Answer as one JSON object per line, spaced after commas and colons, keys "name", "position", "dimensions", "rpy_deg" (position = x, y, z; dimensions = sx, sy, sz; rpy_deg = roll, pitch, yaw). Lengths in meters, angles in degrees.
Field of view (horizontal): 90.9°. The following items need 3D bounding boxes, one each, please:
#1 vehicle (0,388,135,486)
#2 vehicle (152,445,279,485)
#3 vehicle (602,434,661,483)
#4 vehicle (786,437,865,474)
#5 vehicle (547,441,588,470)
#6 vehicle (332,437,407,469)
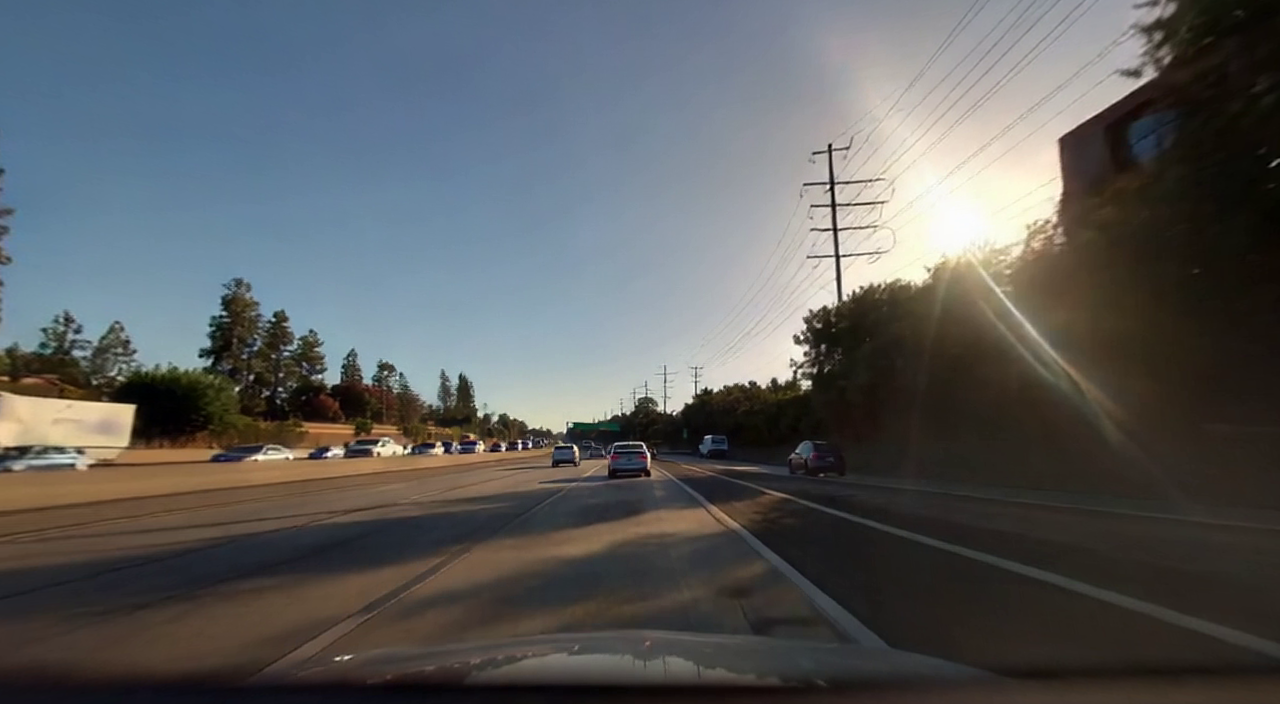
{"name": "vehicle", "position": [-23.849, 3.324, 24.243], "dimensions": [2.795, 3.380, 7.270], "rpy_deg": [0, -9, -1]}
{"name": "vehicle", "position": [-16.695, 4.448, 25.158], "dimensions": [1.838, 1.424, 4.575], "rpy_deg": [-1, -9, 1]}
{"name": "vehicle", "position": [-0.336, 4.266, 25.488], "dimensions": [2.192, 1.769, 4.287], "rpy_deg": [0, -9, -1]}
{"name": "vehicle", "position": [9.220, 5.195, 31.845], "dimensions": [2.099, 1.720, 4.829], "rpy_deg": [1, -9, -6]}
{"name": "vehicle", "position": [-4.505, 6.535, 39.947], "dimensions": [2.130, 1.685, 4.341], "rpy_deg": [0, -9, -1]}
{"name": "vehicle", "position": [-16.600, 6.225, 39.036], "dimensions": [2.228, 1.808, 5.608], "rpy_deg": [0, -9, -1]}
